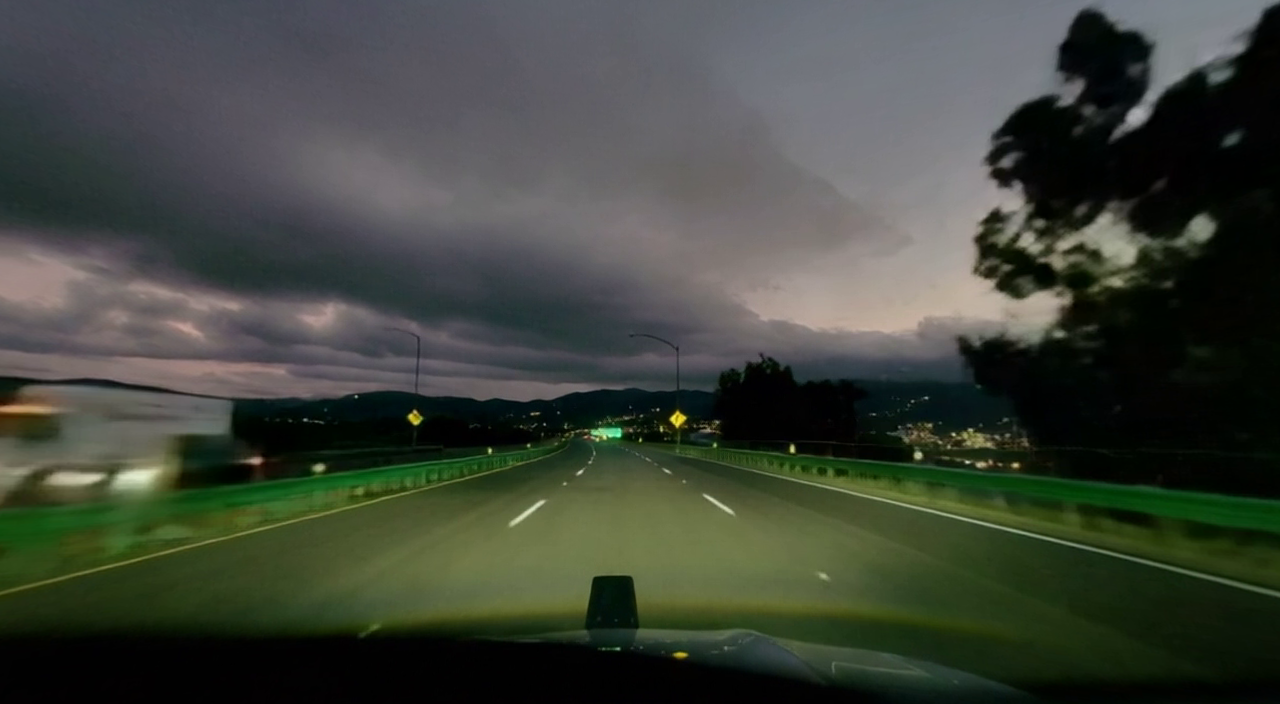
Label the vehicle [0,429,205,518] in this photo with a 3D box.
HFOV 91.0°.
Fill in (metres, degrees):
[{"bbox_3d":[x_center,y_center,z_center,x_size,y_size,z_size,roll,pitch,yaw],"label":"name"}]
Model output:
[{"bbox_3d":[-11.135,2.342,12.672,1.978,1.484,3.953,0,-8,-1],"label":"vehicle"}]
